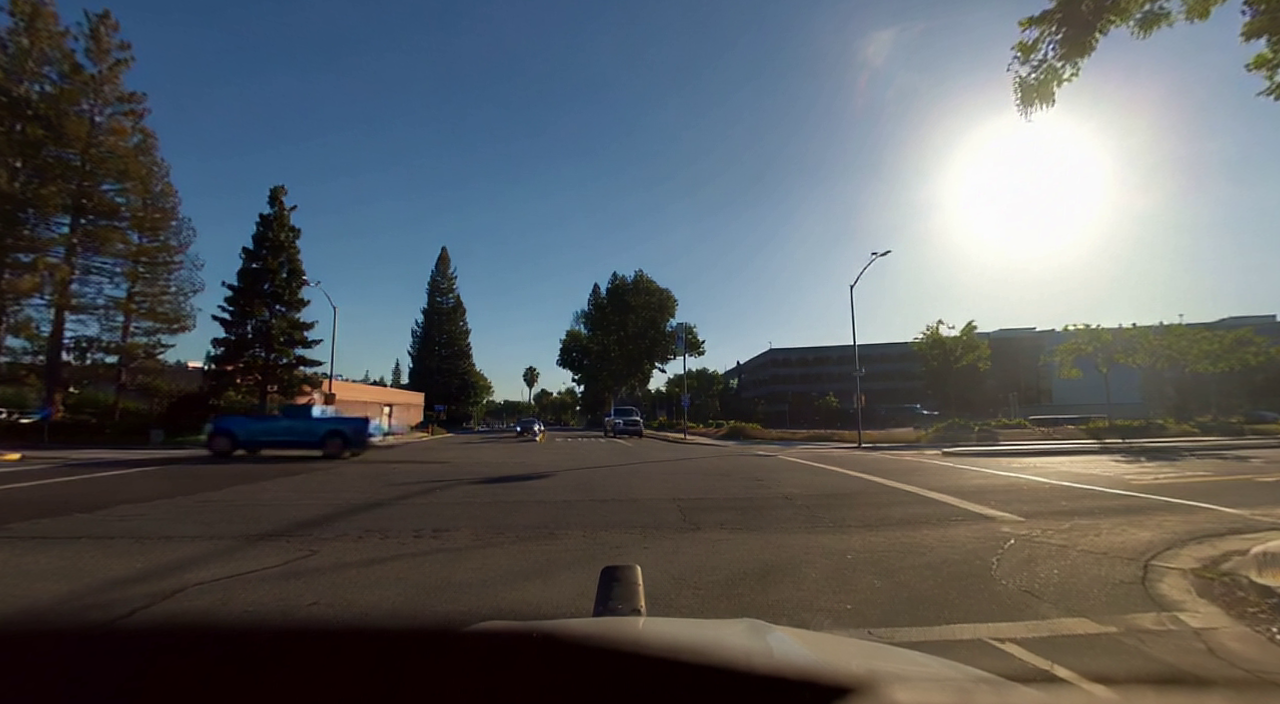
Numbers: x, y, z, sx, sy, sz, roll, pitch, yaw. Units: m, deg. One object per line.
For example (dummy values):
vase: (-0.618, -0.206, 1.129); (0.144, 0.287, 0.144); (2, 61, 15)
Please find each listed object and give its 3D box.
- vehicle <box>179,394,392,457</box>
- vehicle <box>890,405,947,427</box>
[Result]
vehicle: (-10.912, 2.364, 19.817); (5.333, 1.837, 2.124); (1, -9, -10)
vehicle: (21.218, 4.898, 47.771); (4.674, 1.483, 1.745); (6, -10, -35)
